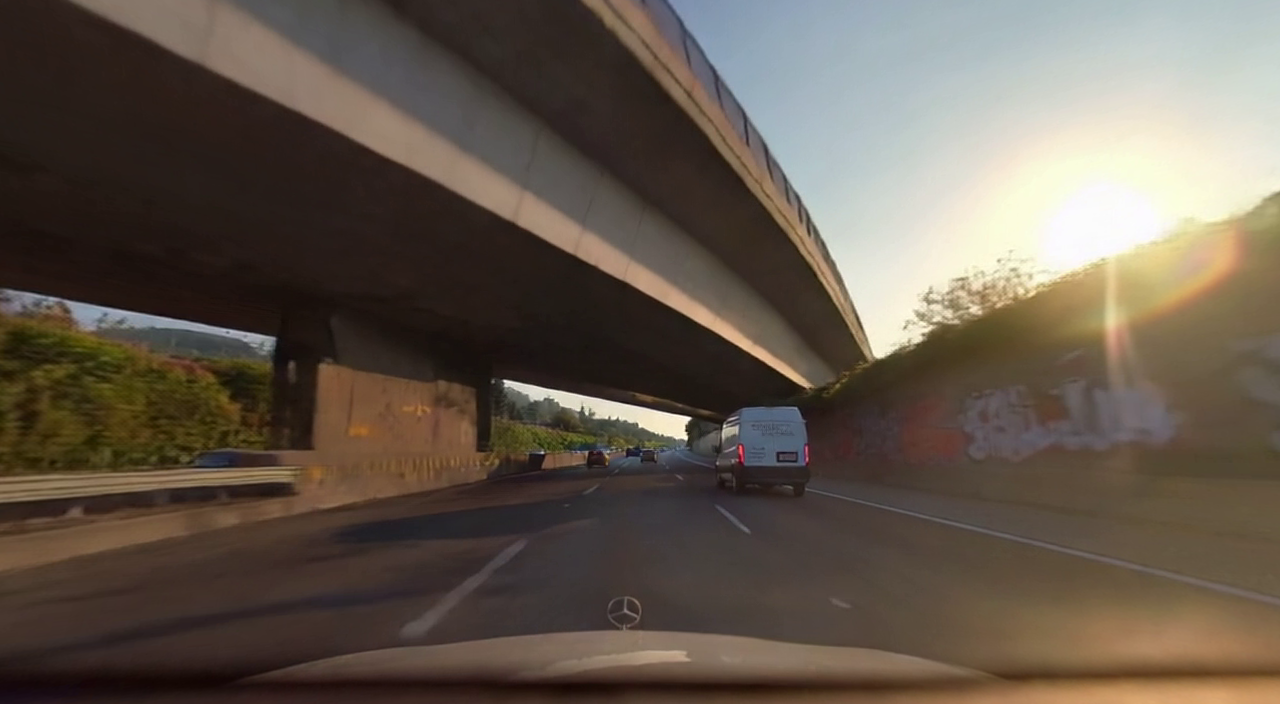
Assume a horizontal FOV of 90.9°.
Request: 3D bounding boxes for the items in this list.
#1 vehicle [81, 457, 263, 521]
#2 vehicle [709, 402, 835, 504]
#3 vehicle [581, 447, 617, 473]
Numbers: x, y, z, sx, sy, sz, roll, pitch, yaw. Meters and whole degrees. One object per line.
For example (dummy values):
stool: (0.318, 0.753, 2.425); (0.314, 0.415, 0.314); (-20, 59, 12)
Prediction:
vehicle: (-11.869, 3.459, 16.346); (1.831, 1.411, 3.665); (0, -9, 0)
vehicle: (3.685, 3.024, 19.004); (2.469, 2.591, 5.653); (0, -9, -1)
vehicle: (-2.661, 7.117, 41.831); (1.964, 1.618, 4.489); (0, -9, 2)
